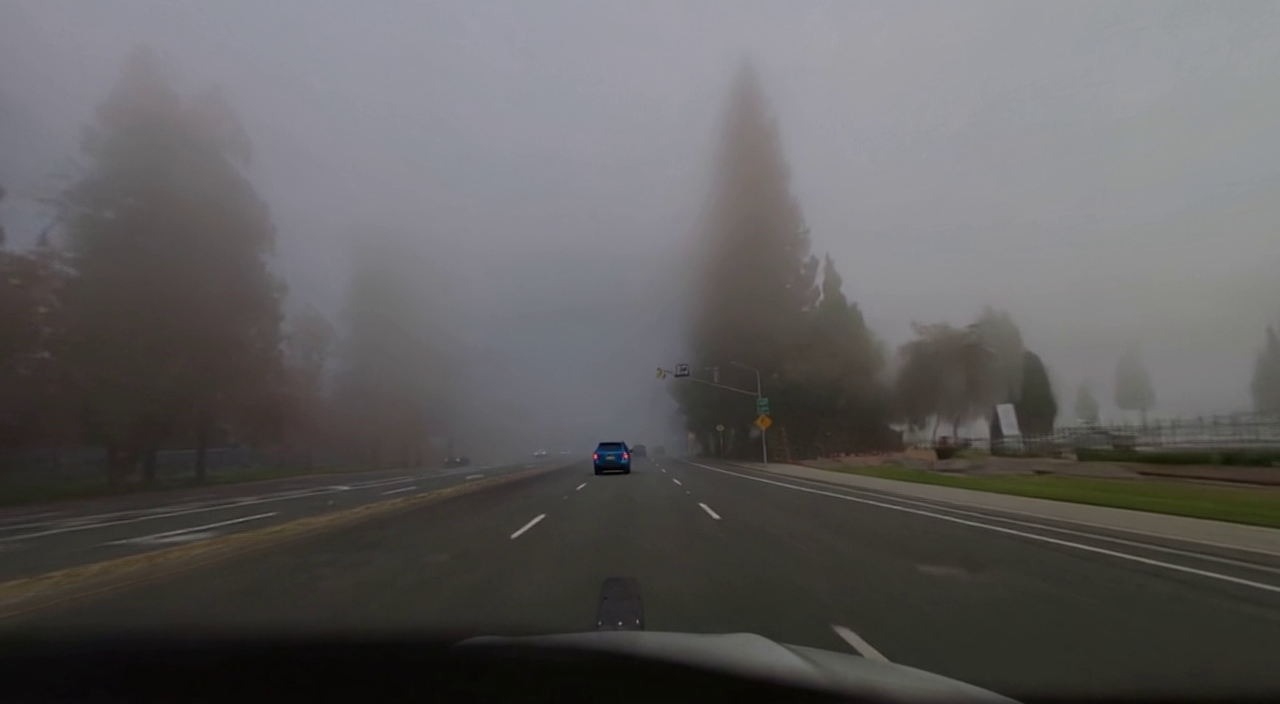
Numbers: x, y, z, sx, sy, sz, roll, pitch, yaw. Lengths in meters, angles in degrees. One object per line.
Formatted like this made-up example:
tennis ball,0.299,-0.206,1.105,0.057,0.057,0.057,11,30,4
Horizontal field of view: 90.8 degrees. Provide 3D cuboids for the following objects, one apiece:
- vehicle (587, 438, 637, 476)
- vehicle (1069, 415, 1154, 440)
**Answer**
vehicle,-1.291,5.155,31.214,2.174,1.703,4.231,0,-9,1
vehicle,34.816,5.590,46.750,4.612,1.753,1.887,0,-9,2
